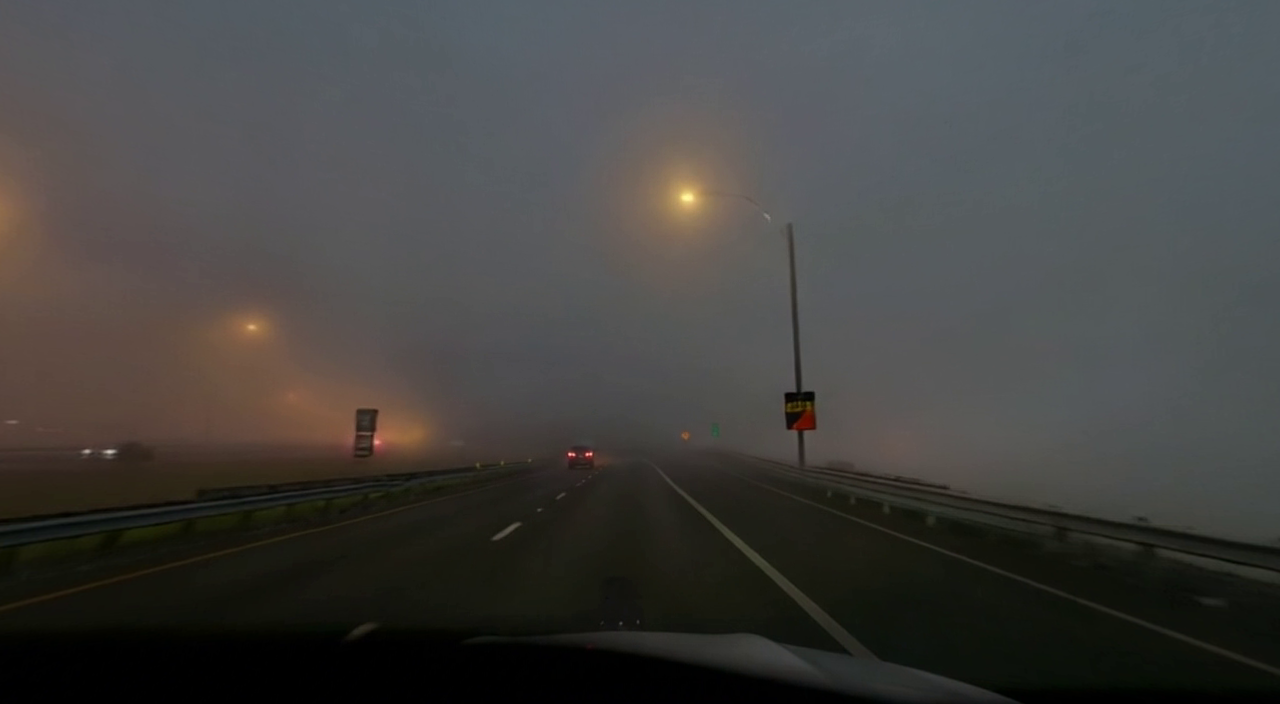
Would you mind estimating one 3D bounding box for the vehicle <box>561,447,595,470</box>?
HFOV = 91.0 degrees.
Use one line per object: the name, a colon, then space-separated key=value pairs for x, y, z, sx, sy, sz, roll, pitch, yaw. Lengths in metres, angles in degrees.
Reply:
vehicle: x=-4.556 y=7.922 z=46.944 sx=2.234 sy=1.588 sz=4.484 roll=1 pitch=-8 yaw=-2
